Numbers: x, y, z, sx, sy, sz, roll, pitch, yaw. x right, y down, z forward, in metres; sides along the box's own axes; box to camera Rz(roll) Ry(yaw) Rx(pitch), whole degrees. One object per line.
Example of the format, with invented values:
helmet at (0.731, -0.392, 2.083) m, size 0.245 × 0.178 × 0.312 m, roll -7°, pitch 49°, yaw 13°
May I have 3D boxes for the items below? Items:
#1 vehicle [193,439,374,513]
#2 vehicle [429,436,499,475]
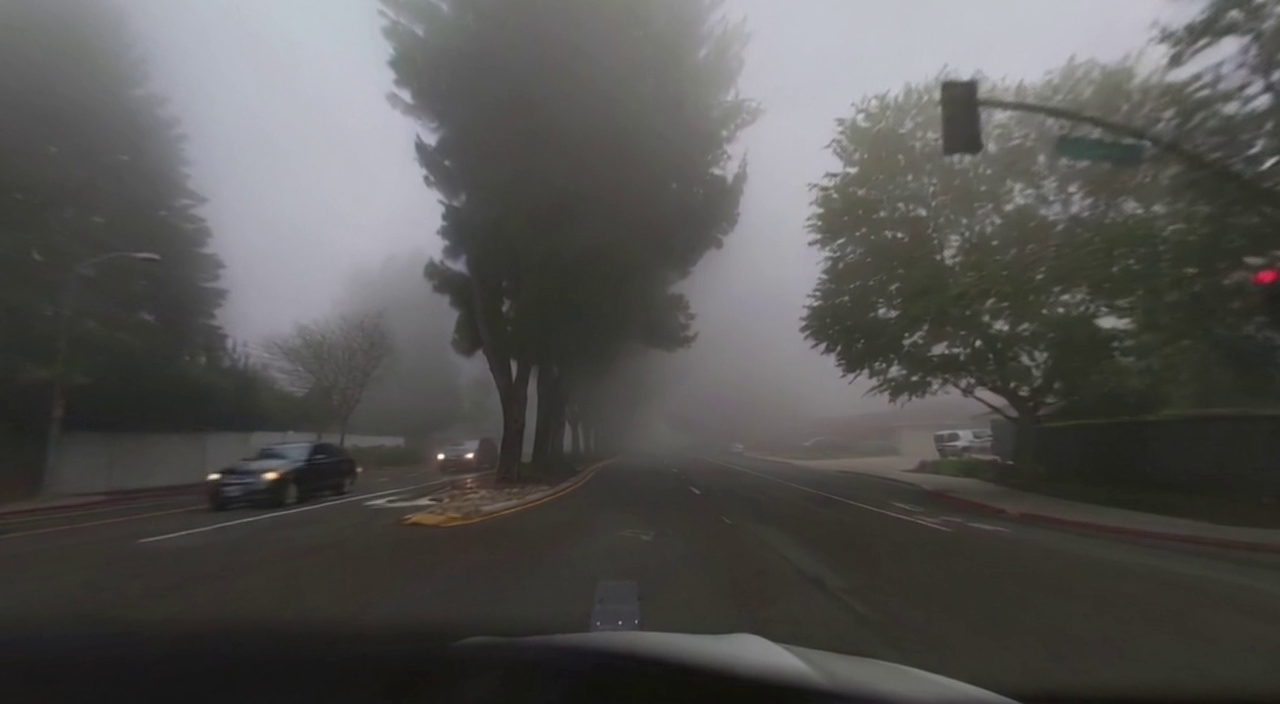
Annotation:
vehicle at (-8.329, 2.876, 15.240) m, size 1.891 × 1.522 × 4.184 m, roll 0°, pitch -8°, yaw 0°
vehicle at (-8.352, 4.918, 30.293) m, size 2.118 × 1.733 × 4.372 m, roll 0°, pitch -8°, yaw 0°
